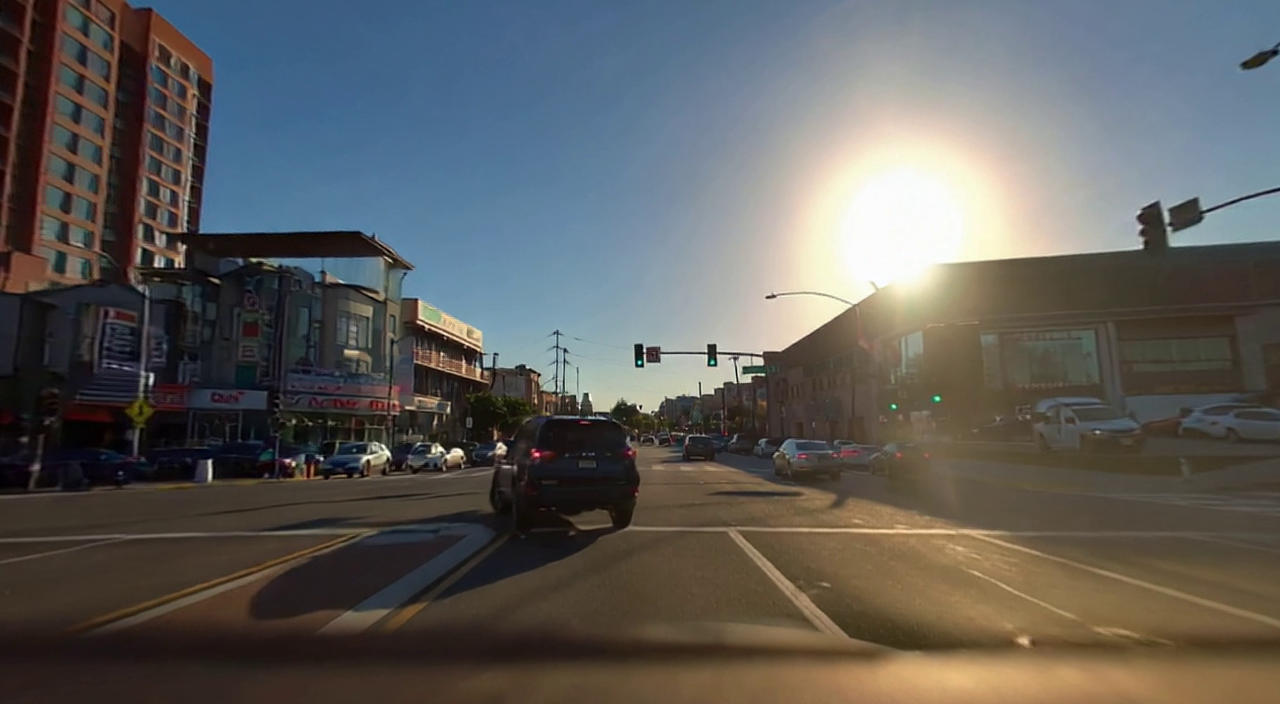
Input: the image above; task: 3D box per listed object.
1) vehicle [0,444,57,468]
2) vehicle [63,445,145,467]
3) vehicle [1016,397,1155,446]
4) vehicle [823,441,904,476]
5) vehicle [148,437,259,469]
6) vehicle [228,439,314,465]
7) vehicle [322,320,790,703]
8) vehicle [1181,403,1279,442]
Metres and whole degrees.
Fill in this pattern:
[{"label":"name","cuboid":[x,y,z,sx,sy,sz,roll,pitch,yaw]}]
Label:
[{"label":"vehicle","cuboid":[-42.863,7.013,42.731,4.671,1.547,1.907,0,-8,-1]},{"label":"vehicle","cuboid":[-36.384,7.076,42.837,4.054,1.382,1.564,1,-9,0]},{"label":"vehicle","cuboid":[18.454,3.009,26.541,2.123,1.884,5.170,0,-8,1]},{"label":"vehicle","cuboid":[9.743,4.658,27.905,1.863,1.426,4.494,0,-8,-1]},{"label":"vehicle","cuboid":[-23.882,5.569,34.635,4.511,1.670,2.082,0,-9,0]},{"label":"vehicle","cuboid":[-23.231,6.279,39.746,4.286,1.210,1.877,3,-3,4]},{"label":"vehicle","cuboid":[-0.477,1.159,5.630,2.242,1.812,4.993,-3,-9,-1]},{"label":"vehicle","cuboid":[24.287,2.872,25.780,1.422,1.496,3.318,1,-6,1]}]
